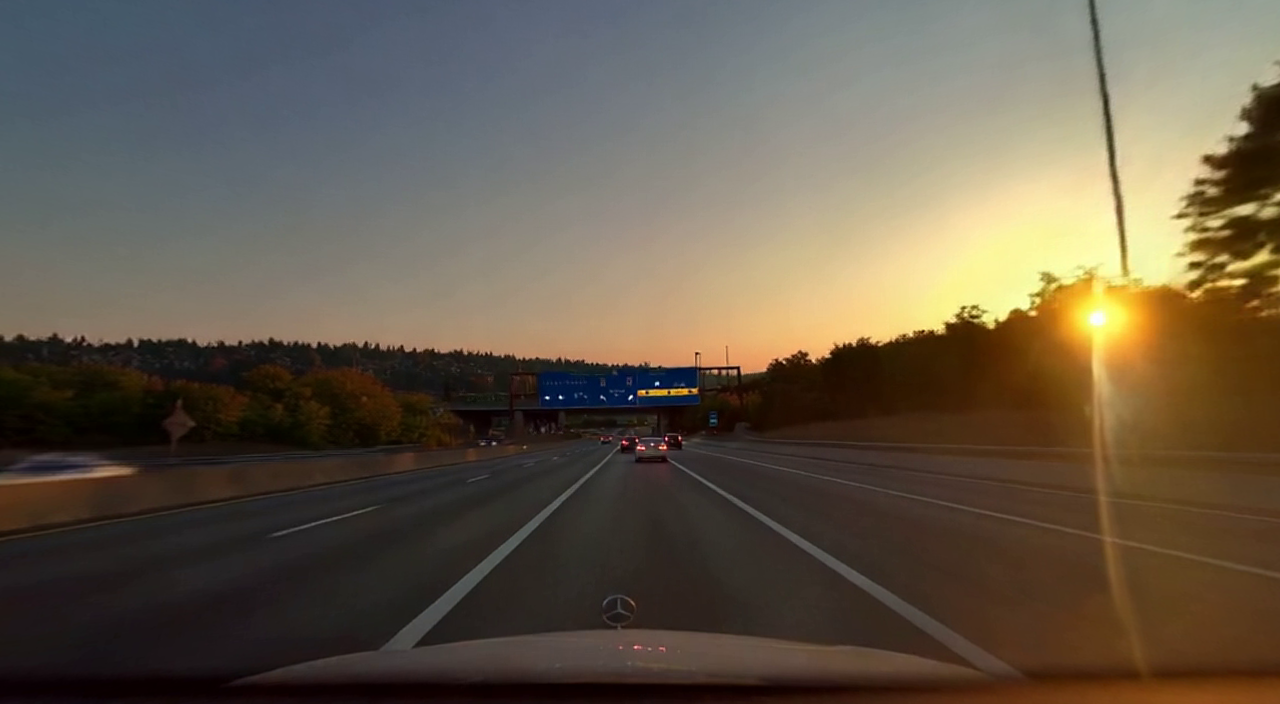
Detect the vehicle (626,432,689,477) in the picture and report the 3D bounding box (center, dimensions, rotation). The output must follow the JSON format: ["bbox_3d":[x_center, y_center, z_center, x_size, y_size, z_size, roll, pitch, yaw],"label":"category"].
[{"bbox_3d":[0.534,3.650,22.669,2.046,1.467,3.844,0,-8,-2],"label":"vehicle"}]
